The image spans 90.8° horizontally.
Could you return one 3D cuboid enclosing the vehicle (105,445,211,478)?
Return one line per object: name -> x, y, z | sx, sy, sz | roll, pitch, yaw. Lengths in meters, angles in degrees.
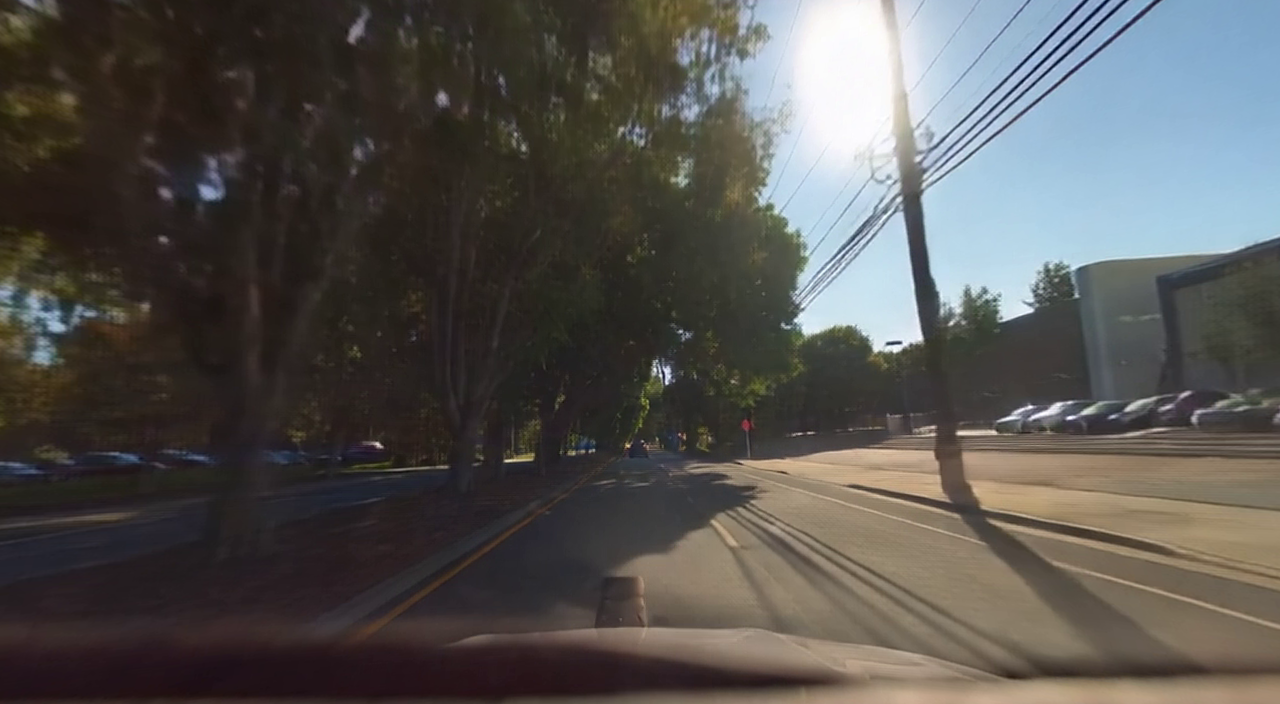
vehicle -> -33.789, 7.693, 44.390 | 5.614, 1.886, 2.254 | -3, -8, 0
